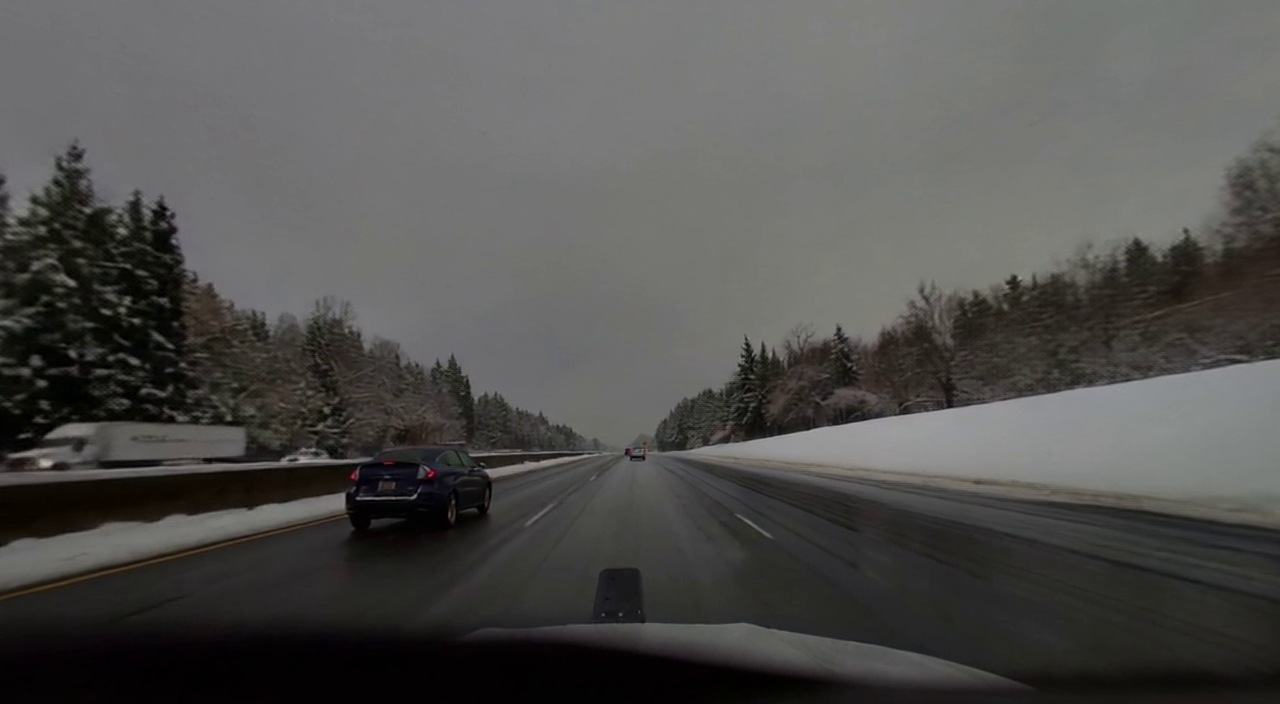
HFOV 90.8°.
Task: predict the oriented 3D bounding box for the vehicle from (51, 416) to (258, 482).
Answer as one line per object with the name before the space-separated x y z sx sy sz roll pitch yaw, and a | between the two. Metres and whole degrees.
vehicle | -36.233 7.478 48.977 2.926 4.206 16.722 0 -9 0

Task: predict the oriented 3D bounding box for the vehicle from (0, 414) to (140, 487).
vehicle | -36.111 6.128 39.501 3.015 4.073 8.024 0 -9 -1

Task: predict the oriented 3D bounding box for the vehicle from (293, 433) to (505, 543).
vehicle | -3.929 2.278 11.251 2.050 1.547 4.266 0 -9 1
